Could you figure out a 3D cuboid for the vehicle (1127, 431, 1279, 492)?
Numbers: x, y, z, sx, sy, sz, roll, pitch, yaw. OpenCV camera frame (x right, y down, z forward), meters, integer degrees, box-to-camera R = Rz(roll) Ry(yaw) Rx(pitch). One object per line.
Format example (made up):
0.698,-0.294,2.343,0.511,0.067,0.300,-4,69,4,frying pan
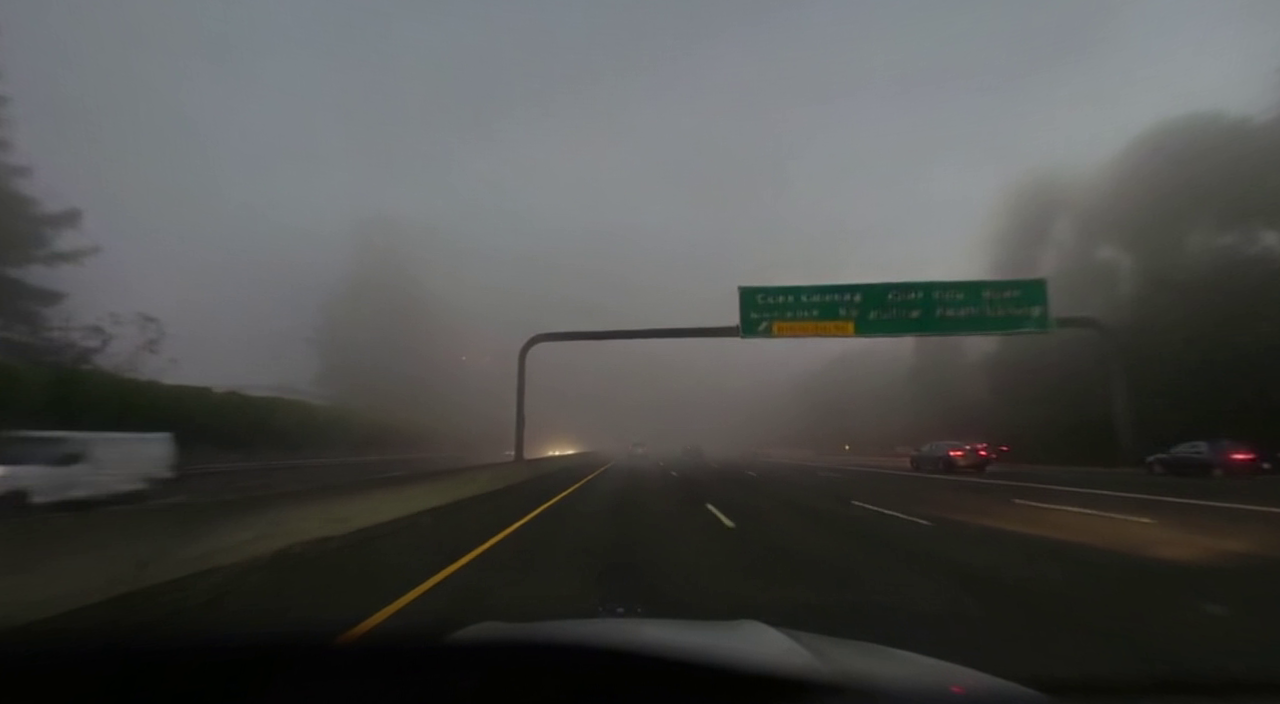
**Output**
16.700,3.045,17.864,1.936,1.498,4.883,0,-9,0,vehicle

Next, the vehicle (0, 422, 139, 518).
-12.381,2.196,12.165,1.989,1.694,4.081,1,-8,1,vehicle

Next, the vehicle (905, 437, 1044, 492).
9.728,3.294,18.792,1.836,1.418,4.132,0,-9,0,vehicle
